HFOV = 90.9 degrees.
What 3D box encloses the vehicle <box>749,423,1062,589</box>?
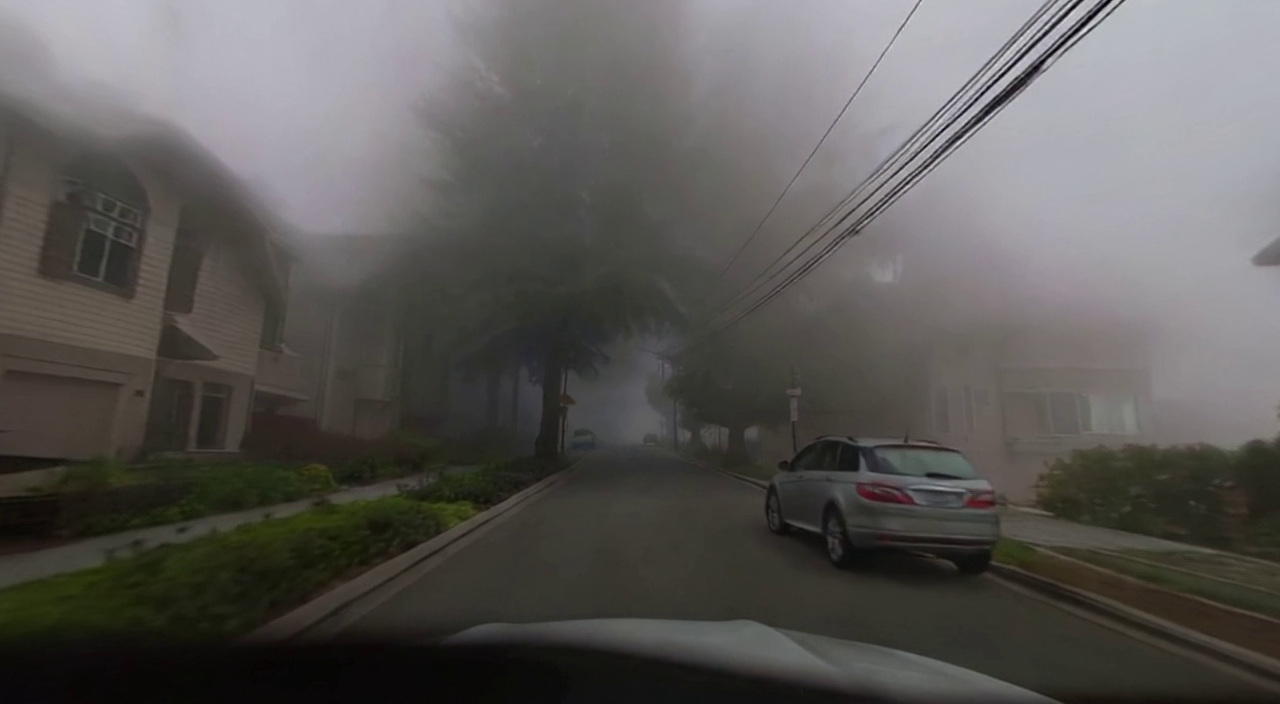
[{"bbox_3d":[2.810,1.674,7.869,1.955,1.498,4.046,0,-7,-3],"label":"vehicle"}]
